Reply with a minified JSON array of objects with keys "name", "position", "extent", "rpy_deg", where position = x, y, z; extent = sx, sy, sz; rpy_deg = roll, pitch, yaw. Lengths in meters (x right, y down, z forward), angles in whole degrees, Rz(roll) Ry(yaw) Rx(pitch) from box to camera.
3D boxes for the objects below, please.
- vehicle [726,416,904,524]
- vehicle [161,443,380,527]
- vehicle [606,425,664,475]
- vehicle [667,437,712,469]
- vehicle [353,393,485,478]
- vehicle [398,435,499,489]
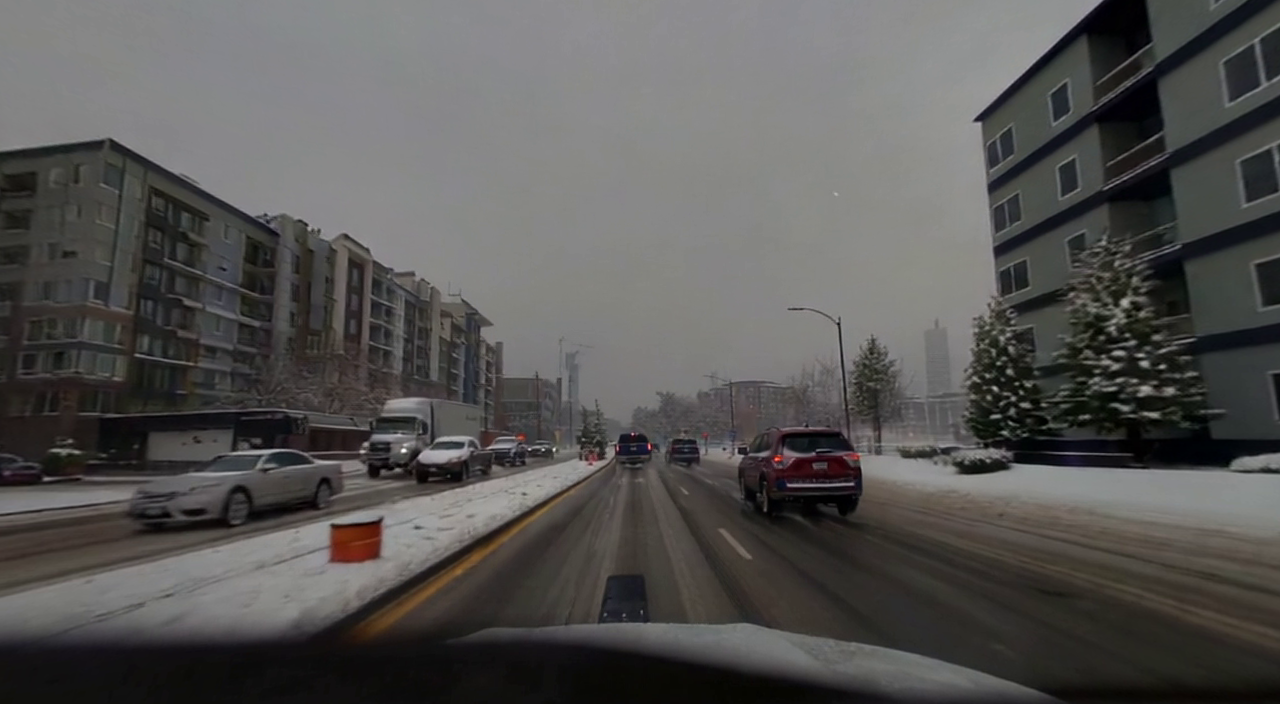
[{"name":"vehicle","position":[3.371,2.434,13.536],"extent":[2.120,1.828,5.531],"rpy_deg":[0,-9,-1]},{"name":"vehicle","position":[-7.631,2.752,13.649],"extent":[1.881,1.485,4.522],"rpy_deg":[0,-9,2]},{"name":"vehicle","position":[-0.331,5.116,32.891],"extent":[2.762,2.309,6.723],"rpy_deg":[0,-9,-2]},{"name":"vehicle","position":[2.977,6.226,38.865],"extent":[2.187,1.835,5.471],"rpy_deg":[0,-9,-2]},{"name":"vehicle","position":[-11.018,4.419,32.716],"extent":[2.988,3.755,9.456],"rpy_deg":[0,-9,3]},{"name":"vehicle","position":[-7.258,4.197,24.489],"extent":[2.437,1.820,4.827],"rpy_deg":[-2,-8,0]}]
